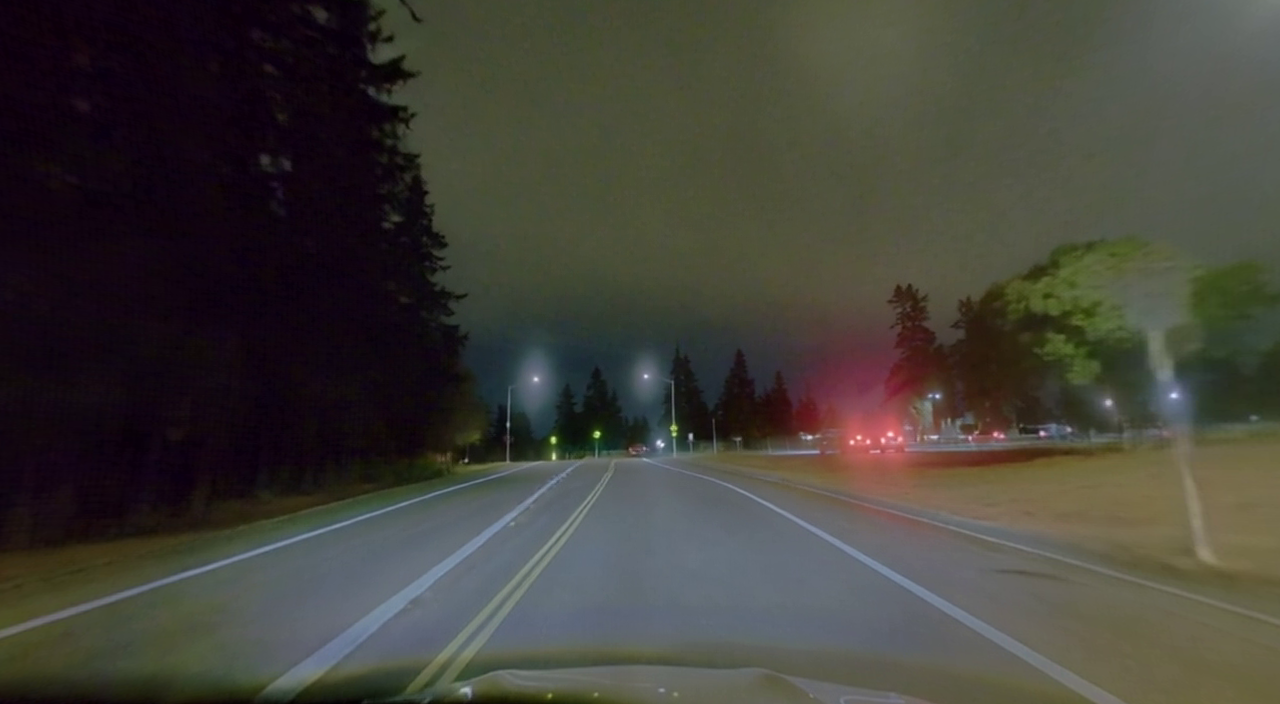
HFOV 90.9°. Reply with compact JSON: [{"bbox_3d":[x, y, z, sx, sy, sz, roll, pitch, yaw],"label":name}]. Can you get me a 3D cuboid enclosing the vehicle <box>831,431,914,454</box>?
[{"bbox_3d":[15.551,6.083,42.263,4.744,1.476,1.926,1,-9,-4],"label":"vehicle"}]
